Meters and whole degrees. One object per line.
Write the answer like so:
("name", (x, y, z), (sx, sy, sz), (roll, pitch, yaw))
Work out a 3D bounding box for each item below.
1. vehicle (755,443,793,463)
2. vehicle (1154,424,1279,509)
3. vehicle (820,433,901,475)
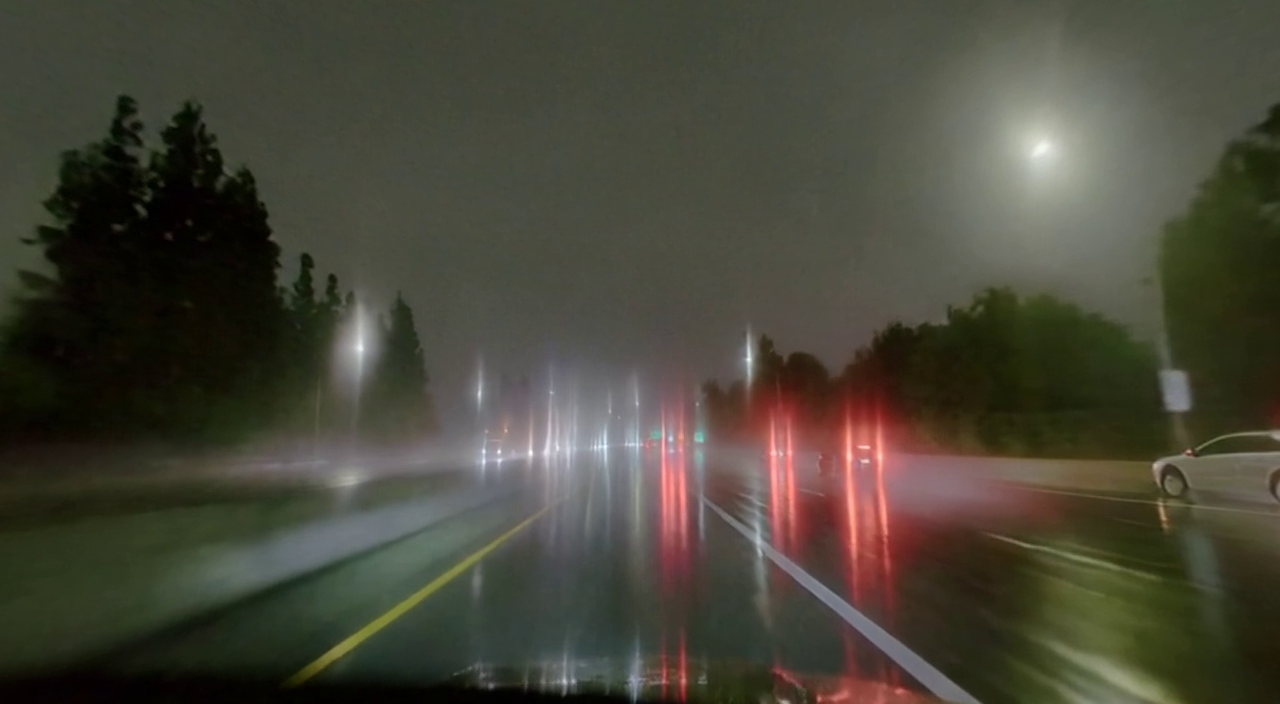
("vehicle", (10.393, 7.849, 49.137), (1.931, 1.479, 4.183), (0, -8, -2))
("vehicle", (14.045, 2.463, 13.719), (1.957, 1.709, 4.387), (0, -8, -1))
("vehicle", (10.205, 4.761, 29.663), (2.098, 1.820, 4.505), (0, -8, -1))
